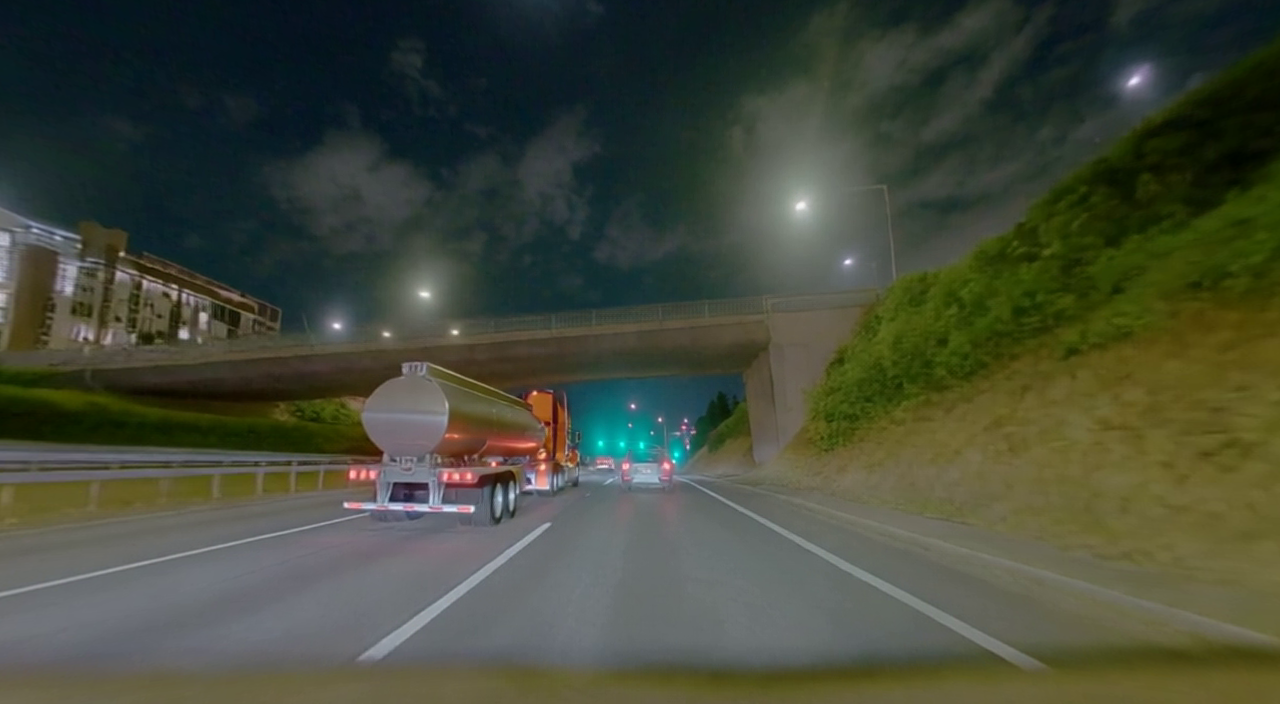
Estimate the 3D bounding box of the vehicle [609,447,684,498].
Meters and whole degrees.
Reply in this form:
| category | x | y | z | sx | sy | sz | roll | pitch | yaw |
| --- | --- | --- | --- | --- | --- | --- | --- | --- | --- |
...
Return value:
| category | x | y | z | sx | sy | sz | roll | pitch | yaw |
| --- | --- | --- | --- | --- | --- | --- | --- | --- | --- |
| vehicle | 0.158 | 3.901 | 20.888 | 2.215 | 1.481 | 4.246 | 0 | -9 | -1 |

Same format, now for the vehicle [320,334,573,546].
| category | x | y | z | sx | sy | sz | roll | pitch | yaw |
| --- | --- | --- | --- | --- | --- | --- | --- | --- | --- |
| vehicle | -4.014 | 2.548 | 18.016 | 2.896 | 3.563 | 14.643 | 0 | -9 | -1 |
